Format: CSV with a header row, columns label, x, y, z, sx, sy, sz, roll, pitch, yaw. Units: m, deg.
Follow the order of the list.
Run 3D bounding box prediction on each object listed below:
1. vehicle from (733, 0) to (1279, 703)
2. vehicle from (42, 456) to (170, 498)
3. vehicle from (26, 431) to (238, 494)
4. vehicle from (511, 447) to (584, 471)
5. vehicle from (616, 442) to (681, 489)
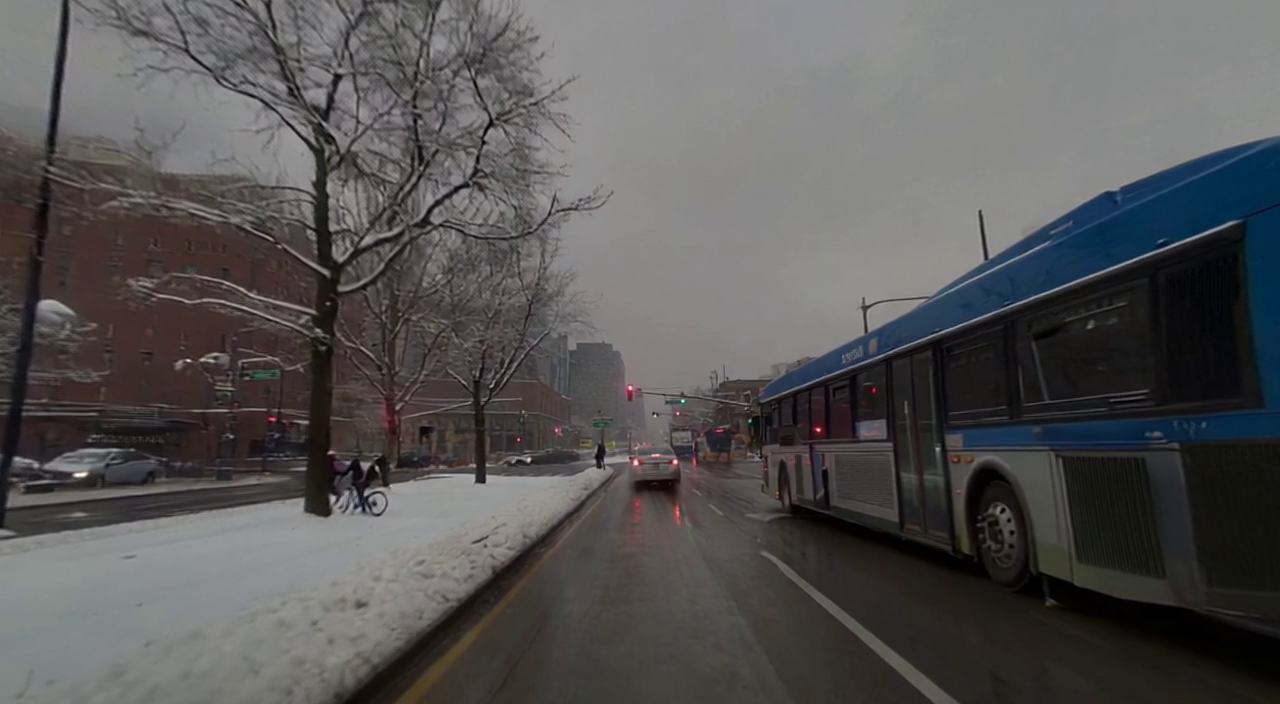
label,x,y,z,sx,sy,sz,roll,pitch,yaw
vehicle,3.423,0.204,4.859,3.250,3.731,13.693,0,-8,0
vehicle,-26.189,6.081,31.125,4.570,1.858,1.942,7,-11,-41
vehicle,-29.399,6.419,37.188,9.150,3.310,2.988,6,-12,-37
vehicle,-6.060,7.026,41.604,4.417,1.490,1.816,-3,-9,11
vehicle,0.310,4.060,22.973,2.123,1.544,4.158,0,-8,1
